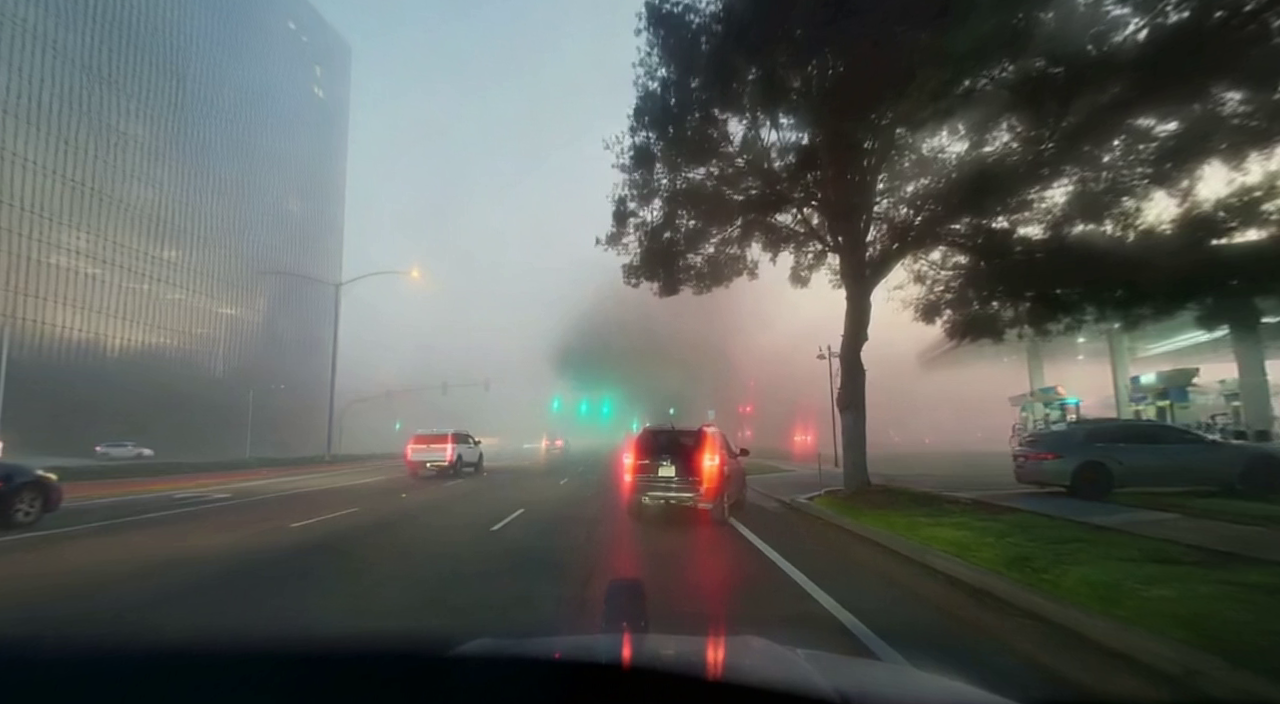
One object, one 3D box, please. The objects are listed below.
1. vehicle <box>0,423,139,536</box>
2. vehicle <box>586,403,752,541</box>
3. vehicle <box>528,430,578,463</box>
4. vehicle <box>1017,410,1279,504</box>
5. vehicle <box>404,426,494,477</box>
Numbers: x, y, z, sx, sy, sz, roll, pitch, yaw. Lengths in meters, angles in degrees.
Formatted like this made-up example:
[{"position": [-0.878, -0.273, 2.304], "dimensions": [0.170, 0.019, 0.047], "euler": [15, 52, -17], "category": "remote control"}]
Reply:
[{"position": [-9.841, 1.766, 8.706], "dimensions": [1.965, 1.541, 4.718], "euler": [0, -8, 0], "category": "vehicle"}, {"position": [0.701, 1.896, 10.561], "dimensions": [2.169, 1.751, 4.613], "euler": [-1, -9, 8], "category": "vehicle"}, {"position": [-4.615, 5.116, 34.130], "dimensions": [2.081, 1.698, 4.362], "euler": [0, -8, -1], "category": "vehicle"}, {"position": [10.257, 1.957, 11.665], "dimensions": [5.052, 1.482, 2.266], "euler": [1, -10, 3], "category": "vehicle"}, {"position": [-6.829, 3.626, 23.062], "dimensions": [2.018, 1.658, 4.391], "euler": [0, -8, -1], "category": "vehicle"}]
